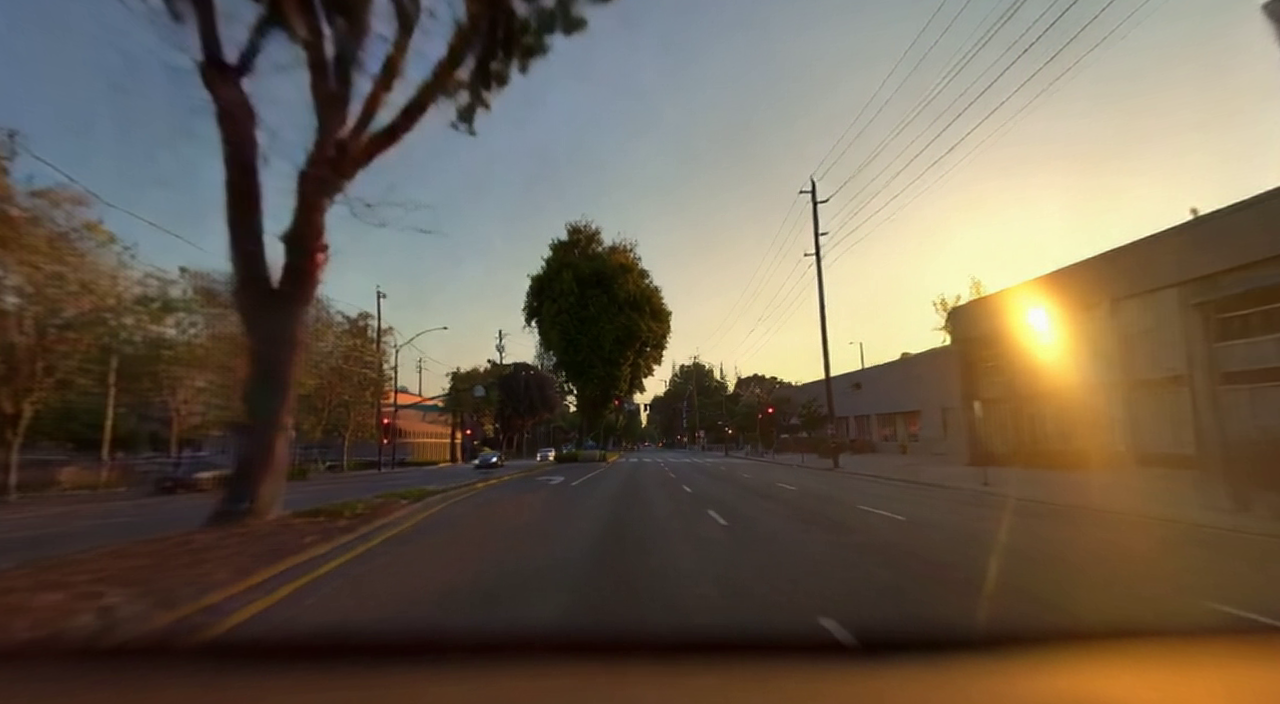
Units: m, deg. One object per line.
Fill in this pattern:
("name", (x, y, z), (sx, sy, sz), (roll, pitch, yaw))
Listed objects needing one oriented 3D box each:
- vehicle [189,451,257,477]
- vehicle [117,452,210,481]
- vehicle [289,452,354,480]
("vehicle", (-26.629, 7.163, 40.505), (1.788, 1.538, 3.788), (0, -9, 0))
("vehicle", (-26.557, 6.375, 35.408), (1.775, 1.479, 4.572), (0, -9, -3))
("vehicle", (-19.499, 6.977, 38.879), (1.851, 1.584, 4.035), (0, -9, 0))
